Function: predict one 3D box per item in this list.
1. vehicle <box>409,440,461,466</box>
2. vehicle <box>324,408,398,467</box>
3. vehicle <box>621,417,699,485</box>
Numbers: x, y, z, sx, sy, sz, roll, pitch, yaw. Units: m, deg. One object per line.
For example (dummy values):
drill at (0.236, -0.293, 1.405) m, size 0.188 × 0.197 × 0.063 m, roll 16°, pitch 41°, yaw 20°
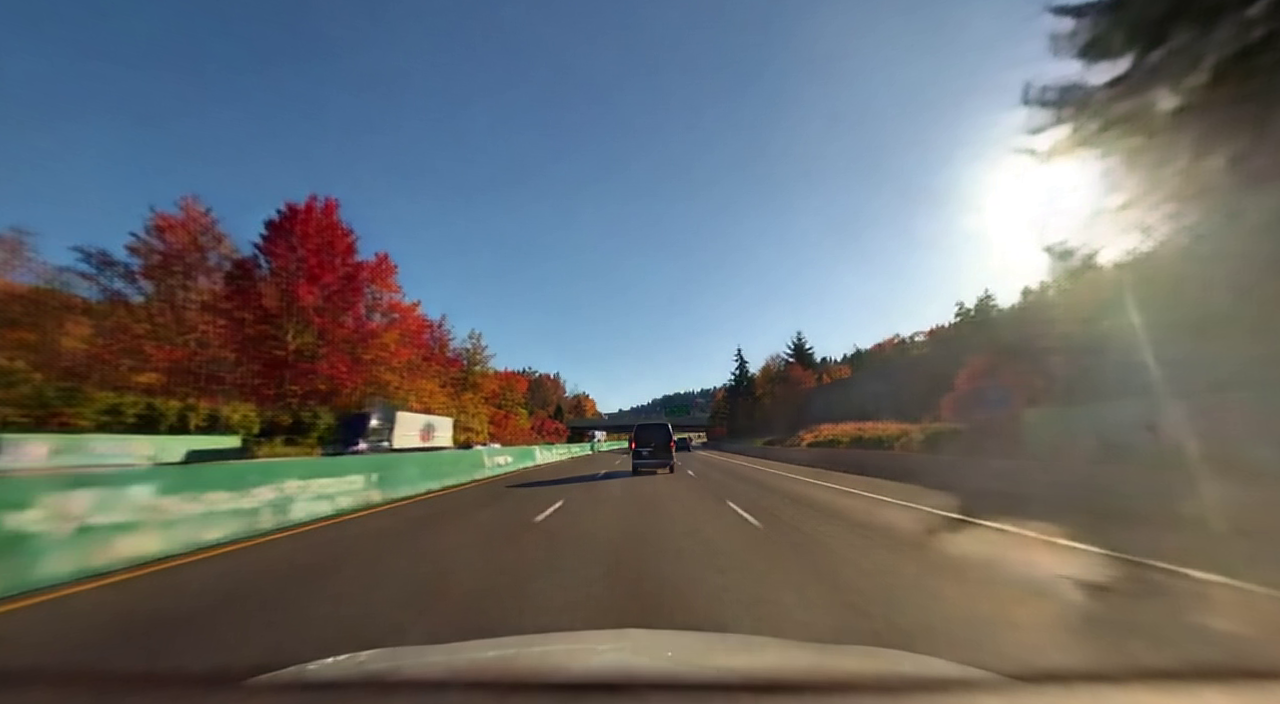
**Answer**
vehicle at (-14.118, 6.971, 43.591) m, size 1.928 × 1.631 × 4.380 m, roll 0°, pitch -8°, yaw 2°
vehicle at (-20.541, 6.318, 46.592) m, size 2.894 × 4.043 × 4.966 m, roll 0°, pitch -8°, yaw 2°
vehicle at (0.594, 3.215, 20.650) m, size 2.283 × 1.956 × 4.421 m, roll 0°, pitch -8°, yaw 0°
